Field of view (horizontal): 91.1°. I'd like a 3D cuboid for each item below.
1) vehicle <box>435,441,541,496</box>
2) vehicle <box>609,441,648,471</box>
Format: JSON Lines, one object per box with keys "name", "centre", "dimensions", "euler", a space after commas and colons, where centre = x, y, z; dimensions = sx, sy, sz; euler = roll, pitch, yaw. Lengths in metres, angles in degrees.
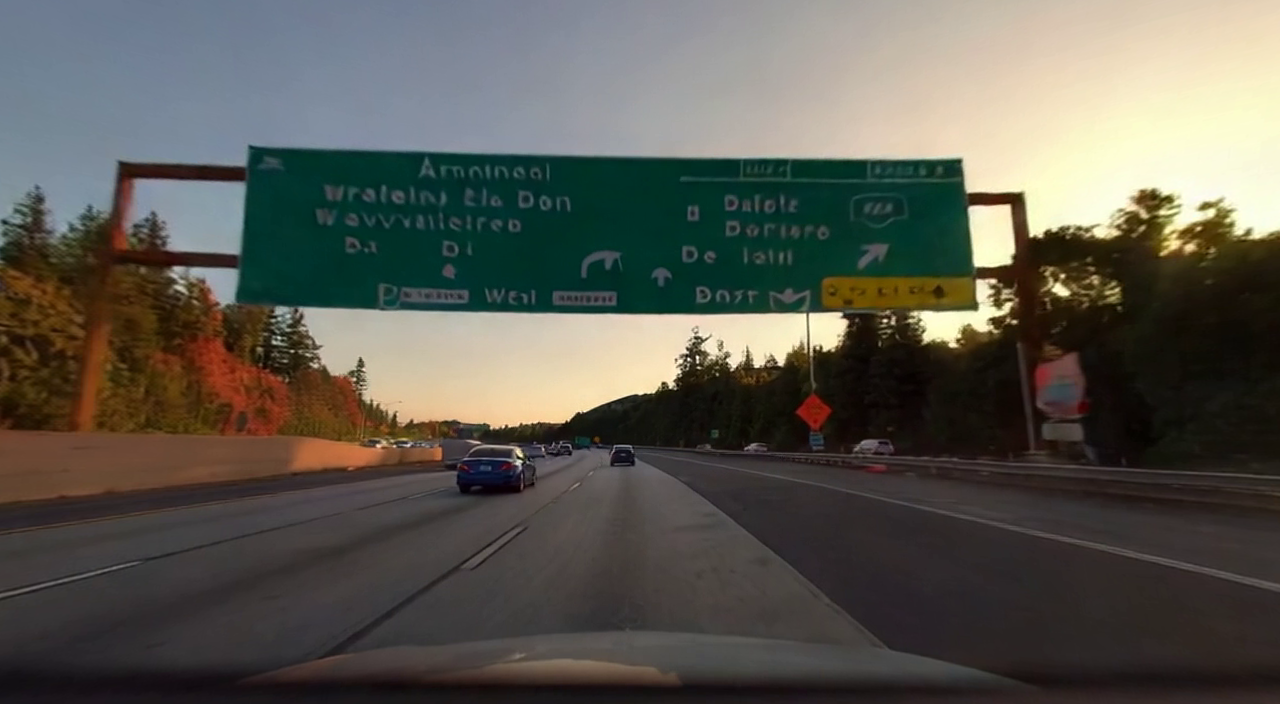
{"name": "vehicle", "centre": [-4.286, 3.334, 18.449], "dimensions": [2.001, 1.415, 4.360], "euler": [0, -8, 0]}
{"name": "vehicle", "centre": [-0.630, 5.647, 34.354], "dimensions": [1.963, 1.462, 4.681], "euler": [0, -8, -1]}
